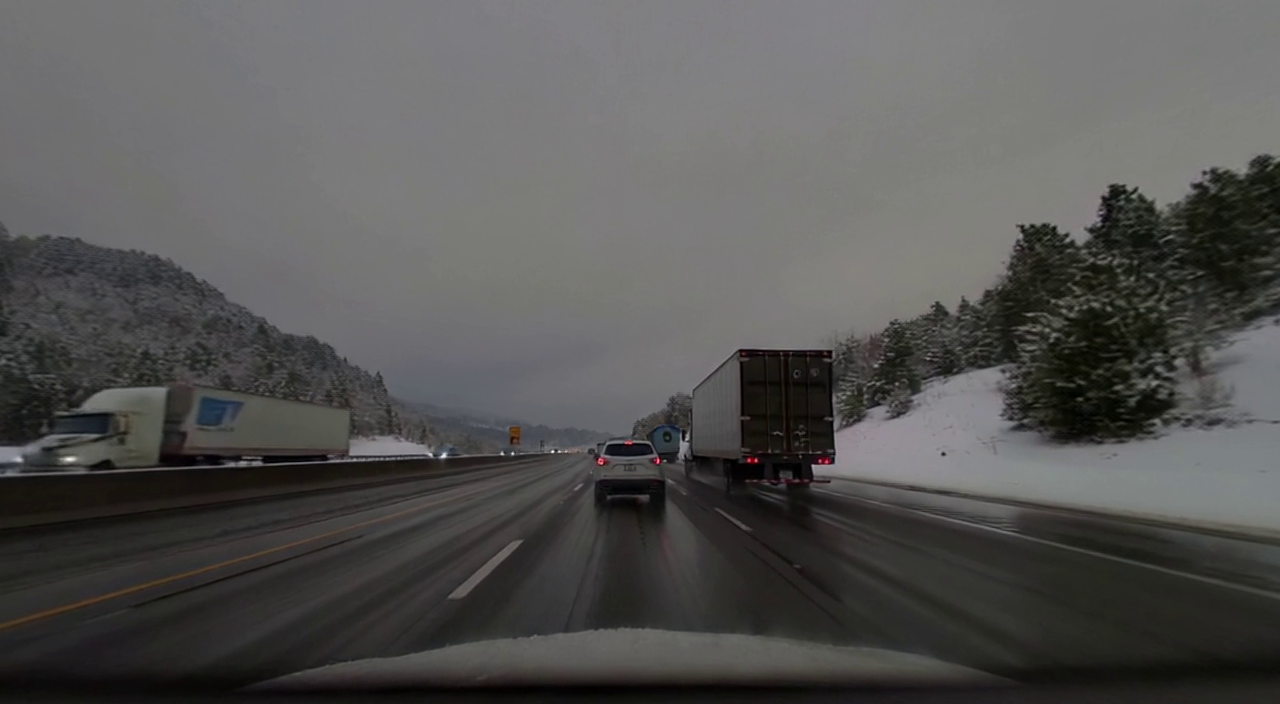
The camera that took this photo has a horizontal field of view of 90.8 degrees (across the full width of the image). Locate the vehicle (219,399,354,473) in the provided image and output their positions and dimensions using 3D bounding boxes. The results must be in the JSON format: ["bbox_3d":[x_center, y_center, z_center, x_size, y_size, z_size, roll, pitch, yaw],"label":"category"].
[{"bbox_3d":[-19.816,4.892,36.216,2.842,3.712,8.403,0,-9,-1],"label":"vehicle"}]

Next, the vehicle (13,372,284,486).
[{"bbox_3d":[-19.652,3.423,26.750,2.962,3.847,10.654,0,-9,-1],"label":"vehicle"}]

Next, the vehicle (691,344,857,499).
[{"bbox_3d":[4.048,2.866,23.480,2.812,4.024,14.098,0,-9,-1],"label":"vehicle"}]

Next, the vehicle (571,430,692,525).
[{"bbox_3d":[-0.181,2.508,13.048,2.109,1.639,3.768,0,-9,-1],"label":"vehicle"}]
